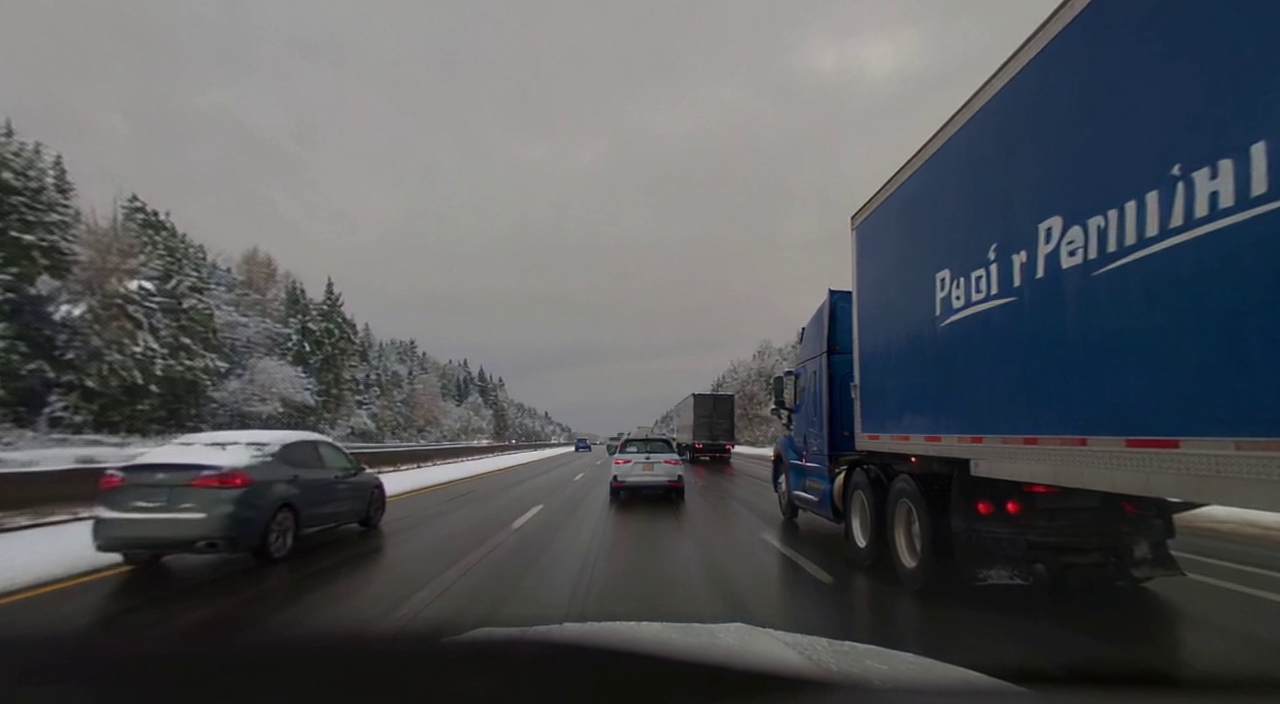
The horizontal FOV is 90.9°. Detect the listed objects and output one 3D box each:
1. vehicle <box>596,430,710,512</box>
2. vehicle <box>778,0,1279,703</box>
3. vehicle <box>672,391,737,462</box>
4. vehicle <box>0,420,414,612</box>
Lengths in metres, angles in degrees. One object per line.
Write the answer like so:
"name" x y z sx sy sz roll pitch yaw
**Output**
"vehicle" 0.218 2.365 13.059 2.021 1.435 3.611 0 -8 0
"vehicle" 4.186 0.028 5.203 2.816 4.070 14.136 0 -8 0
"vehicle" 4.050 5.166 43.037 2.869 4.067 13.731 0 -8 0
"vehicle" -4.391 1.551 7.084 2.048 1.452 4.430 0 -8 0
